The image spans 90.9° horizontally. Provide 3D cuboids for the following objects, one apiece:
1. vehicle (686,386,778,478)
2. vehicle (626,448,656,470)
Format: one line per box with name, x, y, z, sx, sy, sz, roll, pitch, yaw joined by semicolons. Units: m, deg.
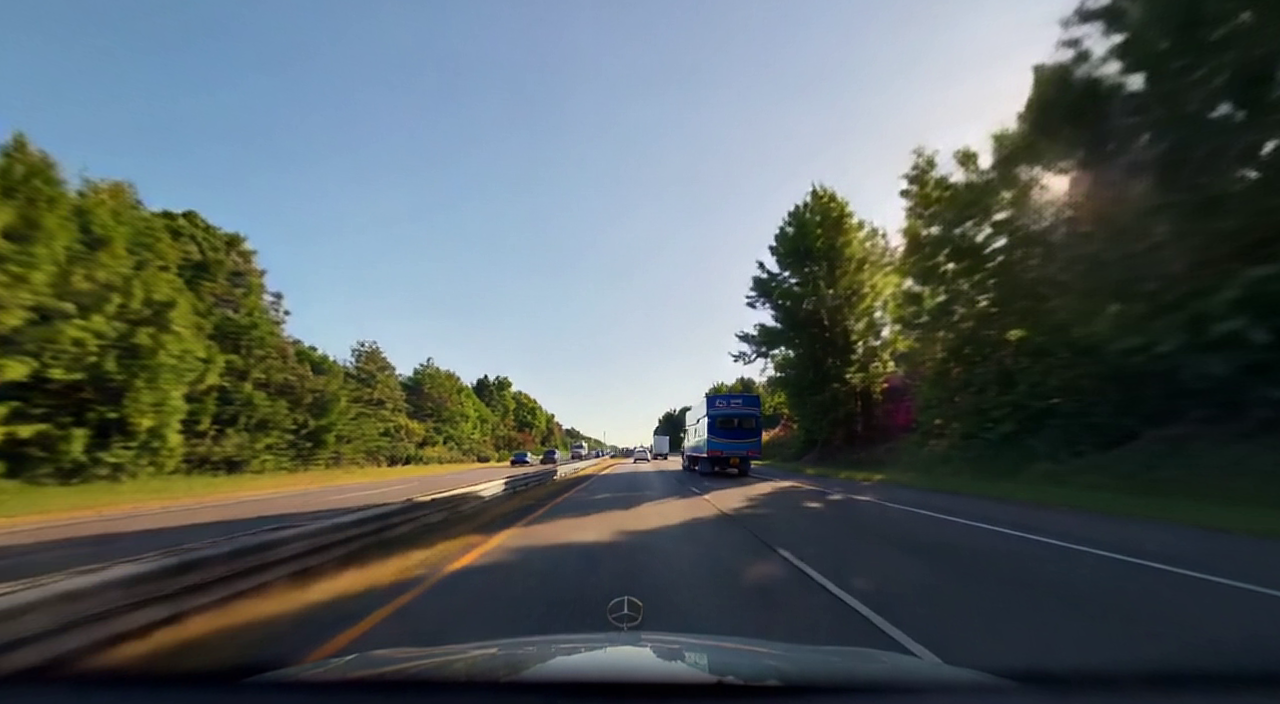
vehicle;4.662;4.707;35.662;2.939;4.129;14.300;0;-9;0
vehicle;0.052;7.265;42.892;1.926;1.386;3.615;0;-9;0
